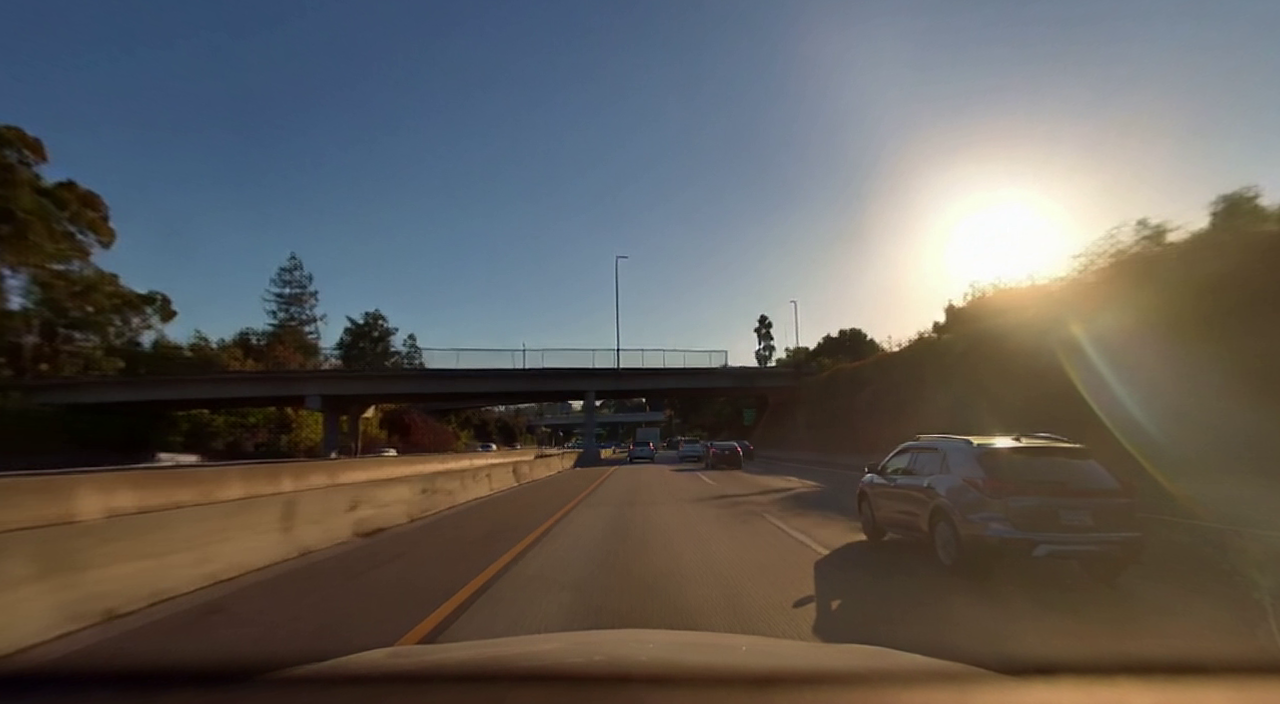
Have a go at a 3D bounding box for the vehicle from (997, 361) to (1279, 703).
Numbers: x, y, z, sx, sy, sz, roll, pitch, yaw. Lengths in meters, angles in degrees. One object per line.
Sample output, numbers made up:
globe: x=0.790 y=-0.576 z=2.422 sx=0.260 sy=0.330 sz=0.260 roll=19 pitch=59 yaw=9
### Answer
vehicle: x=3.769 y=0.862 z=2.643 sx=2.003 sy=1.661 sz=4.418 roll=-1 pitch=-8 yaw=1

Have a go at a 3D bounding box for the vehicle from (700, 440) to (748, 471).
vehicle: x=4.222 y=5.232 z=32.112 sx=1.825 sy=1.487 sz=4.034 roll=0 pitch=-8 yaw=-1

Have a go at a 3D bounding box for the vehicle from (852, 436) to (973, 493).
vehicle: x=8.129 y=3.361 z=19.263 sx=1.810 sy=1.516 sz=4.183 roll=0 pitch=-8 yaw=0

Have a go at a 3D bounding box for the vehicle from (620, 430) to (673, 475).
vehicle: x=0.272 y=4.474 z=28.273 sx=2.189 sy=1.852 sz=4.038 roll=0 pitch=-8 yaw=0
